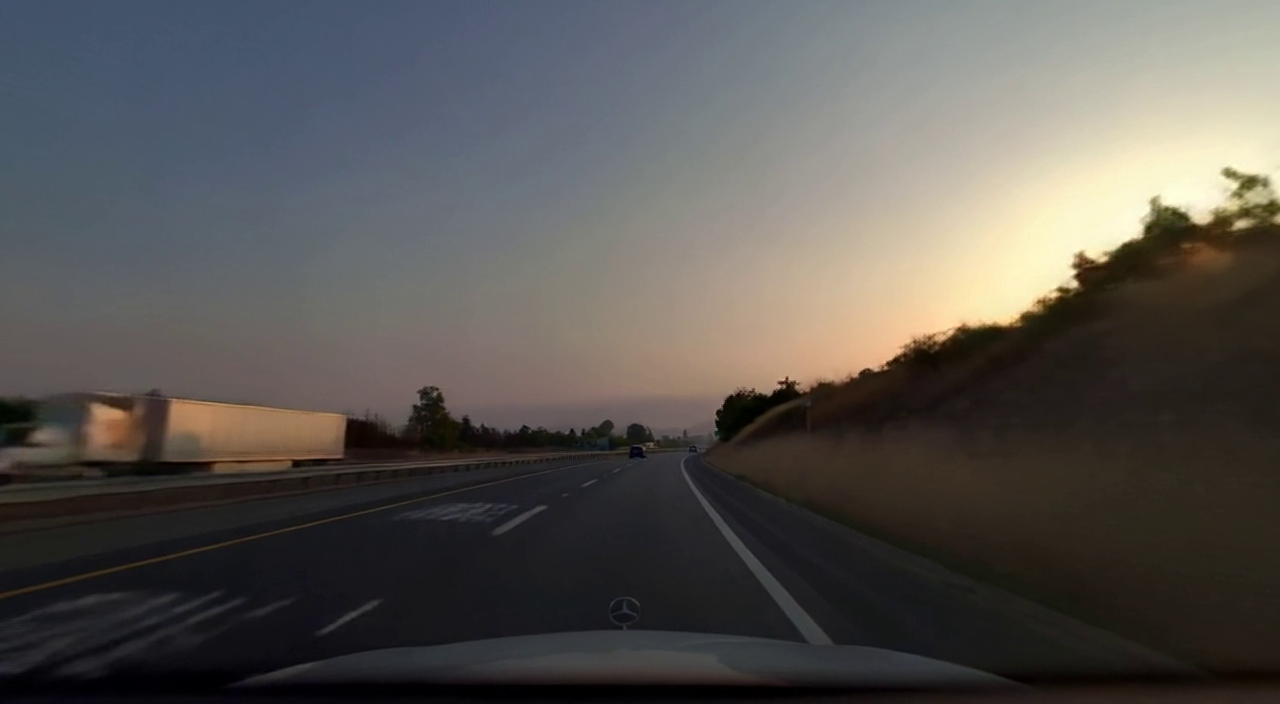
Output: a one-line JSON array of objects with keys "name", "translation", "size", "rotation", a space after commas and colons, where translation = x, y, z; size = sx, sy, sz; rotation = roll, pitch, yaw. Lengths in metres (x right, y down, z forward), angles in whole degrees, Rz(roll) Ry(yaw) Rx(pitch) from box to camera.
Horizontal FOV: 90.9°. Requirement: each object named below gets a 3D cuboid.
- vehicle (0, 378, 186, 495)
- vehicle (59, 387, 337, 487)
[{"name": "vehicle", "translation": [-23.348, 3.519, 25.735], "size": [3.037, 3.998, 8.244], "rotation": [-1, -9, 3]}, {"name": "vehicle", "translation": [-22.841, 4.871, 35.245], "size": [2.906, 4.213, 16.623], "rotation": [-1, -9, 3]}]
